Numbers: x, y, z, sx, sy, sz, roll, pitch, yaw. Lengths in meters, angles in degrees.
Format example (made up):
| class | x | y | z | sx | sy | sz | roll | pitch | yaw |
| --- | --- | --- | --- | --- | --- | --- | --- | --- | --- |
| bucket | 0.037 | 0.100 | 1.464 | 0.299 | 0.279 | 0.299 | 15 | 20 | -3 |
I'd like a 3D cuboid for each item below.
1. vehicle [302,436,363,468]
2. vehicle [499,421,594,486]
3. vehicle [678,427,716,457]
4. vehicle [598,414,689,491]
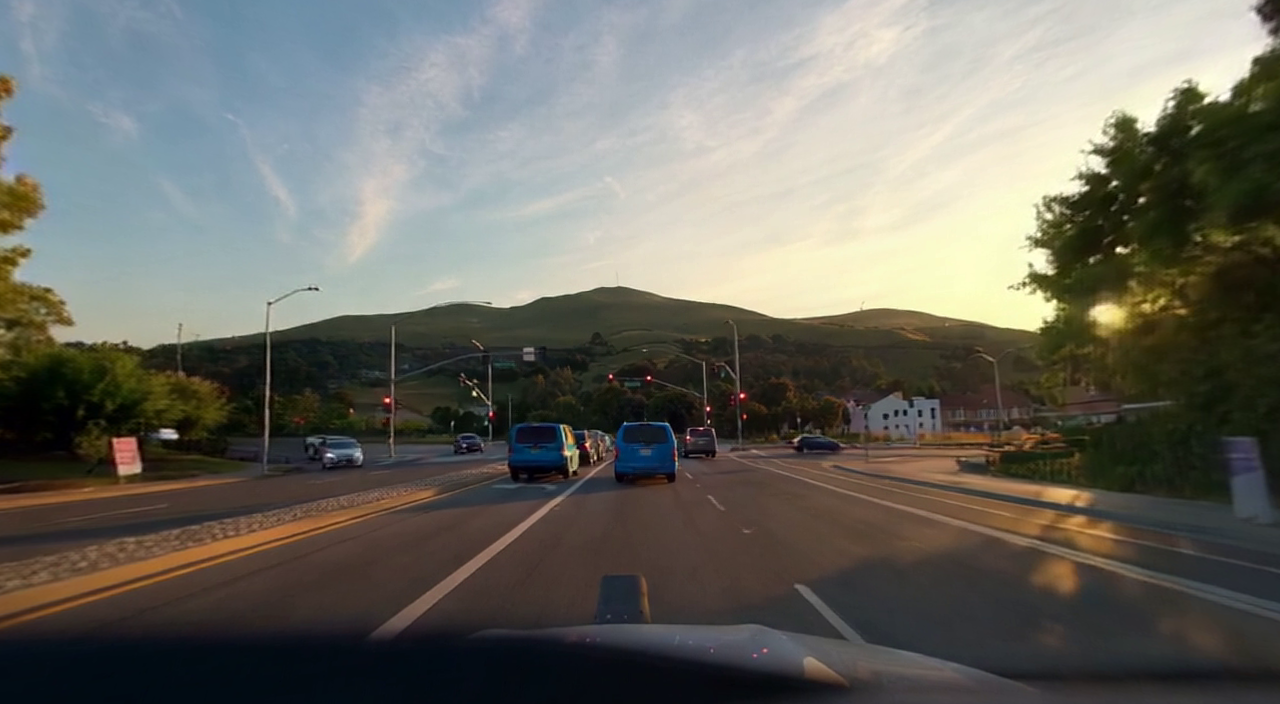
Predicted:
| class | x | y | z | sx | sy | sz | roll | pitch | yaw |
| --- | --- | --- | --- | --- | --- | --- | --- | --- | --- |
| vehicle | -18.169 | 5.886 | 37.164 | 2.053 | 1.754 | 4.717 | 7 | -11 | -39 |
| vehicle | -2.776 | 3.153 | 19.812 | 2.131 | 1.783 | 4.540 | -1 | -8 | 2 |
| vehicle | 3.239 | 5.231 | 36.521 | 1.817 | 1.662 | 3.843 | 0 | -8 | -1 |
| vehicle | 0.154 | 2.724 | 17.336 | 2.185 | 1.822 | 4.391 | 0 | -8 | 2 |
